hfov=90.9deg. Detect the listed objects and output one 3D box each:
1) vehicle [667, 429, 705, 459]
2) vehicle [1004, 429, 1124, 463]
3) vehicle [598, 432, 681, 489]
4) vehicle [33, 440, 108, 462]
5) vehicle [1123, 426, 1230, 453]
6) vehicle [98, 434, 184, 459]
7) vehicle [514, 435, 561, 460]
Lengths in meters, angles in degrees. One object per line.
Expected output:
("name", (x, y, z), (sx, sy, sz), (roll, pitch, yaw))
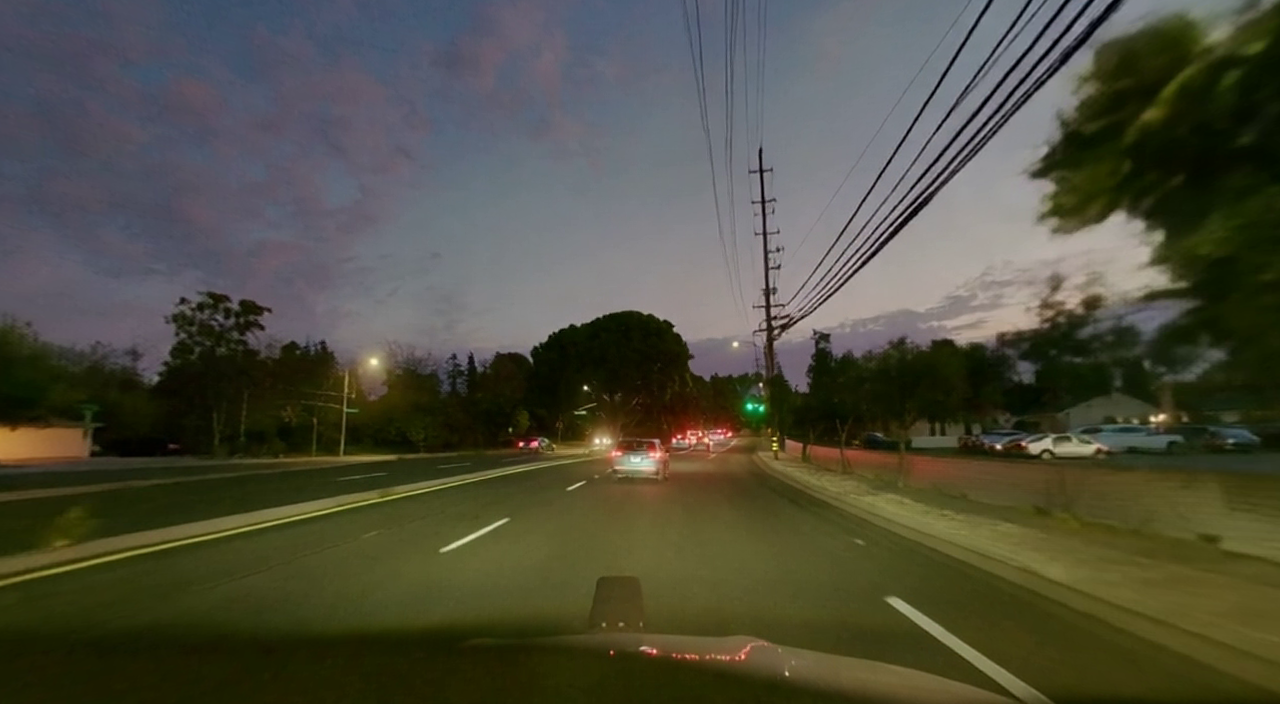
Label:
("vehicle", (3.203, 6.289, 43.030), (2.158, 1.939, 4.935), (-1, -9, 9))
("vehicle", (21.721, 4.825, 32.456), (4.674, 1.500, 1.889), (1, -9, 8))
("vehicle", (0.106, 3.172, 18.771), (2.117, 1.474, 4.036), (-1, -8, 5))
("vehicle", (-42.620, 7.372, 47.278), (1.767, 1.469, 3.933), (-3, -7, 4))
("vehicle", (33.975, 5.545, 40.029), (4.689, 1.603, 1.929), (-3, -7, 11))
("vehicle", (-36.418, 6.910, 46.184), (1.866, 1.739, 4.941), (-1, -8, 5))
("vehicle", (-6.456, 6.084, 40.284), (1.983, 1.485, 4.159), (-1, -8, 5))
